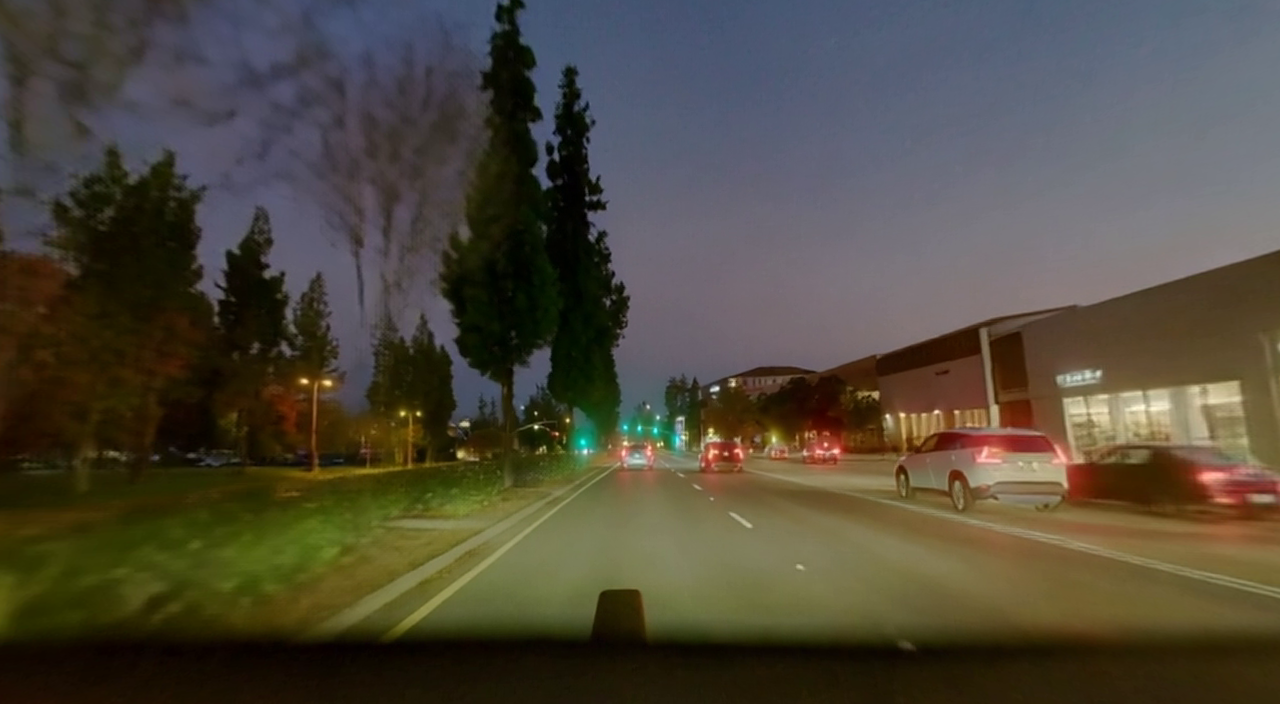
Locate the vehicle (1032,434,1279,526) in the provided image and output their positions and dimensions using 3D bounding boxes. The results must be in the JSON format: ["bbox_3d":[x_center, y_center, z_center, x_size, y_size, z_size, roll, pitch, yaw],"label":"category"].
[{"bbox_3d":[10.454,2.469,12.899,1.811,1.505,4.646,0,-8,-2],"label":"vehicle"}]

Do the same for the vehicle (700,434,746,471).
[{"bbox_3d":[4.440,5.417,34.310,1.955,1.845,4.538,0,-8,1],"label":"vehicle"}]

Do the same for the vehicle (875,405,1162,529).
[{"bbox_3d":[7.007,2.218,12.795,2.240,1.923,5.678,0,-8,0],"label":"vehicle"}]

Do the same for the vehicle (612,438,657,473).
[{"bbox_3d":[-0.249,4.982,30.480,2.037,1.568,3.693,0,-8,0],"label":"vehicle"}]
